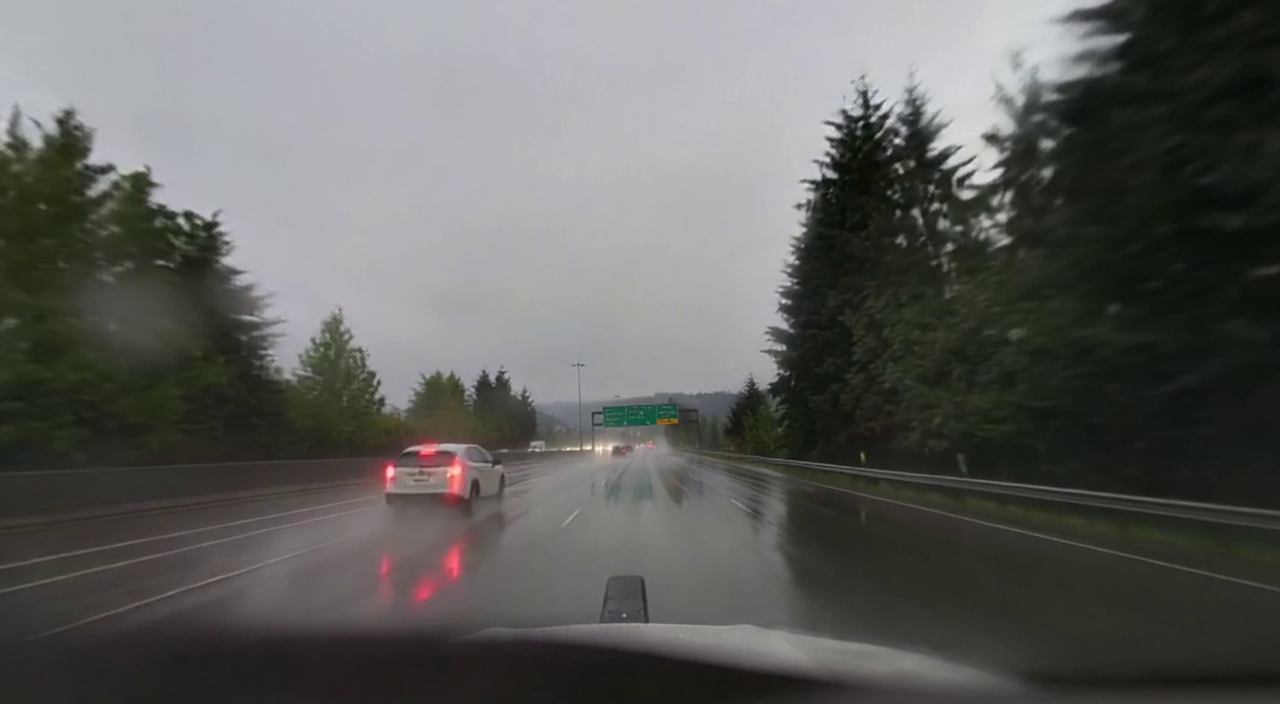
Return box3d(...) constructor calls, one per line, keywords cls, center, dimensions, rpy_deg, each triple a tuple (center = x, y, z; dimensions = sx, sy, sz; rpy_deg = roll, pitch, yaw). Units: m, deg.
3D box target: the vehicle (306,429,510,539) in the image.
box3d(cls="vehicle", center=(-3.732, 2.193, 11.082), dimensions=(1.936, 1.545, 4.116), rpy_deg=(0, -9, 1))
